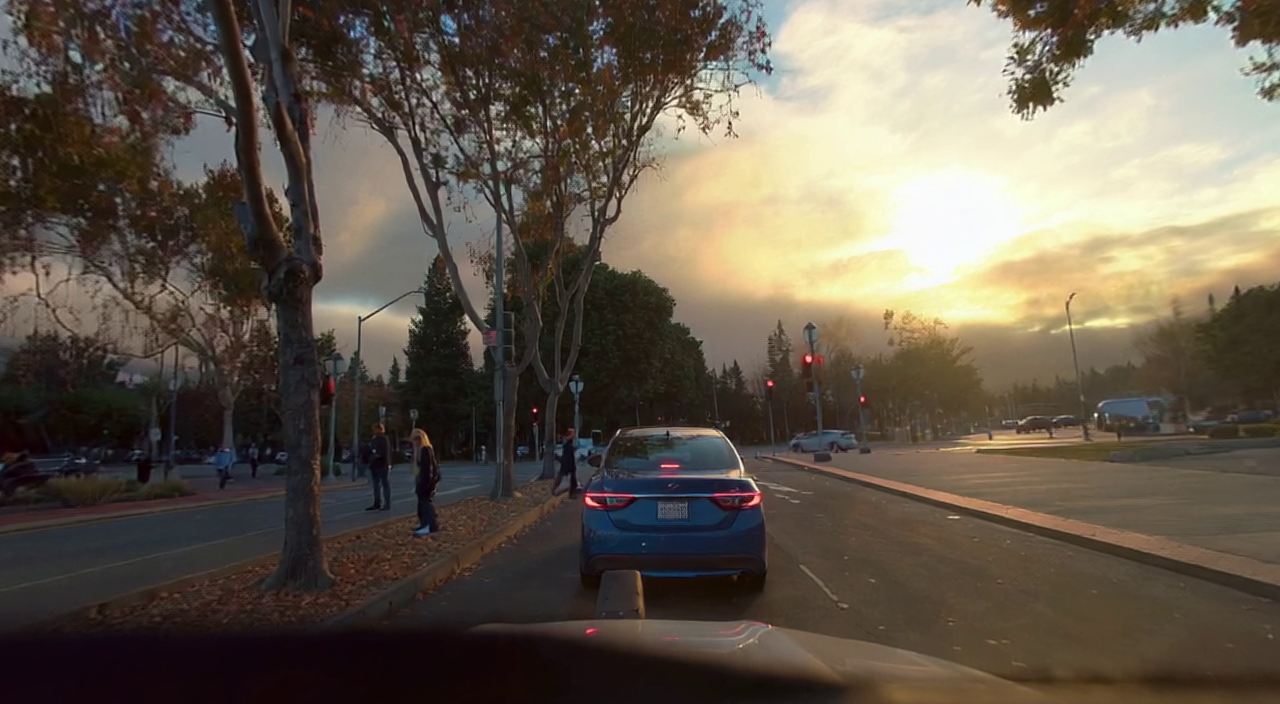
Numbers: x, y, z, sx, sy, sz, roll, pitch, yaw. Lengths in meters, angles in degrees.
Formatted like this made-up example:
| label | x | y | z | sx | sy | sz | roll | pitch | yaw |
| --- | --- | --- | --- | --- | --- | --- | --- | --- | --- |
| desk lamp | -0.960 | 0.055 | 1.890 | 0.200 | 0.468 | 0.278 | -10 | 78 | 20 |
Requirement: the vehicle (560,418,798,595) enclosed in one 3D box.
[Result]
| label | x | y | z | sx | sy | sz | roll | pitch | yaw |
| --- | --- | --- | --- | --- | --- | --- | --- | --- | --- |
| vehicle | 0.370 | 1.615 | 7.393 | 2.035 | 1.499 | 3.799 | 0 | -8 | 1 |

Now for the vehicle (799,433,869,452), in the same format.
| label | x | y | z | sx | sy | sz | roll | pitch | yaw |
| --- | --- | --- | --- | --- | --- | --- | --- | --- | --- |
| vehicle | 15.091 | 7.069 | 49.329 | 4.830 | 1.461 | 1.883 | 0 | -8 | 2 |
